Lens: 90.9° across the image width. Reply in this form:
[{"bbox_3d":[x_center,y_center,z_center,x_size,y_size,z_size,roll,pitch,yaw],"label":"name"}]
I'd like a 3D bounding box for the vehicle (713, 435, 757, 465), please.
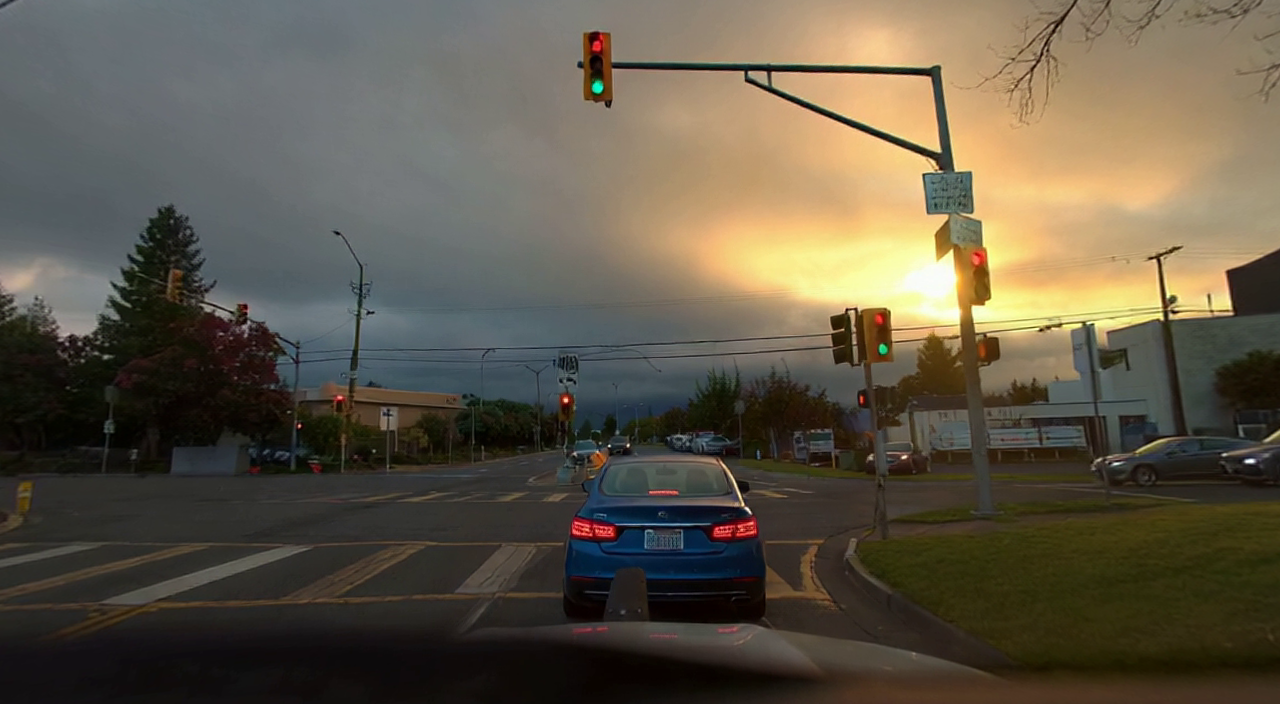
[{"bbox_3d":[6.933,7.136,46.165,1.491,2.041,2.964,6,-9,-35],"label":"vehicle"}]

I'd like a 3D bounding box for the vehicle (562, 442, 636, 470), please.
[{"bbox_3d":[-2.447,6.152,37.557,3.991,1.526,1.868,-4,-9,30],"label":"vehicle"}]

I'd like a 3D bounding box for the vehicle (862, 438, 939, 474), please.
[{"bbox_3d":[12.389,5.039,30.269,1.922,1.529,3.964,0,-12,-1],"label":"vehicle"}]

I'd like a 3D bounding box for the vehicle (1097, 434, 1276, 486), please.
[{"bbox_3d":[16.794,3.321,19.524,3.876,1.512,1.784,0,-8,-1],"label":"vehicle"}]
